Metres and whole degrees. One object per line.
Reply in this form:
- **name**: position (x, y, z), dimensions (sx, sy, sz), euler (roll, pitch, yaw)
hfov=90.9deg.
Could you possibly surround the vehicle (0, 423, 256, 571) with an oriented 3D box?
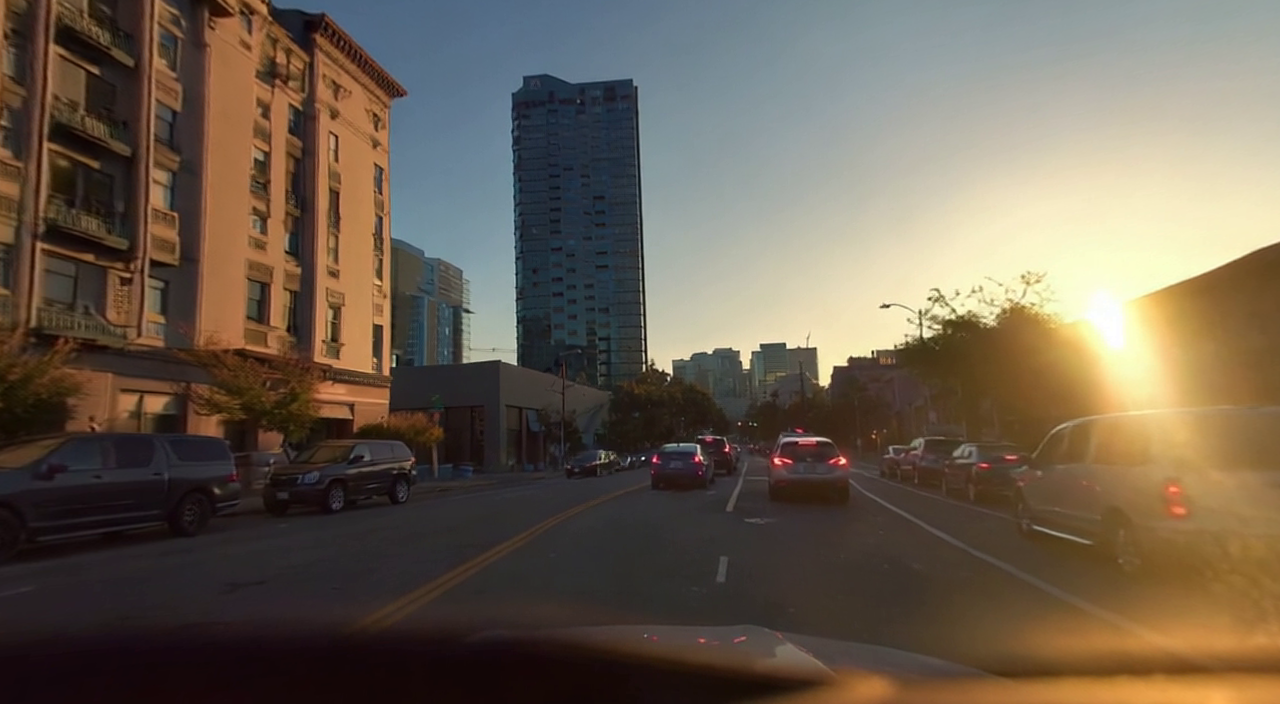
- **vehicle**: position (-8.824, 2.083, 9.688), dimensions (2.070, 1.854, 4.985), euler (-2, -8, 11)

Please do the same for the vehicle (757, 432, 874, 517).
- **vehicle**: position (3.599, 2.517, 13.544), dimensions (1.982, 1.510, 4.144), euler (-2, -8, 11)

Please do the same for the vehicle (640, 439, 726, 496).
- **vehicle**: position (1.356, 3.261, 18.291), dimensions (2.031, 1.461, 3.763), euler (-2, -8, 10)

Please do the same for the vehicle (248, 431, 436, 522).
- **vehicle**: position (-7.427, 3.067, 16.318), dimensions (1.934, 1.770, 4.546), euler (-10, -9, 11)

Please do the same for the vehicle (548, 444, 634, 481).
- **vehicle**: position (-2.131, 4.975, 28.768), dimensions (1.928, 1.503, 4.322), euler (-5, -9, 27)

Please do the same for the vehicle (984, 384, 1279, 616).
- **vehicle**: position (5.713, 1.428, 7.046), dimensions (2.088, 1.775, 4.454), euler (-3, -8, 14)
